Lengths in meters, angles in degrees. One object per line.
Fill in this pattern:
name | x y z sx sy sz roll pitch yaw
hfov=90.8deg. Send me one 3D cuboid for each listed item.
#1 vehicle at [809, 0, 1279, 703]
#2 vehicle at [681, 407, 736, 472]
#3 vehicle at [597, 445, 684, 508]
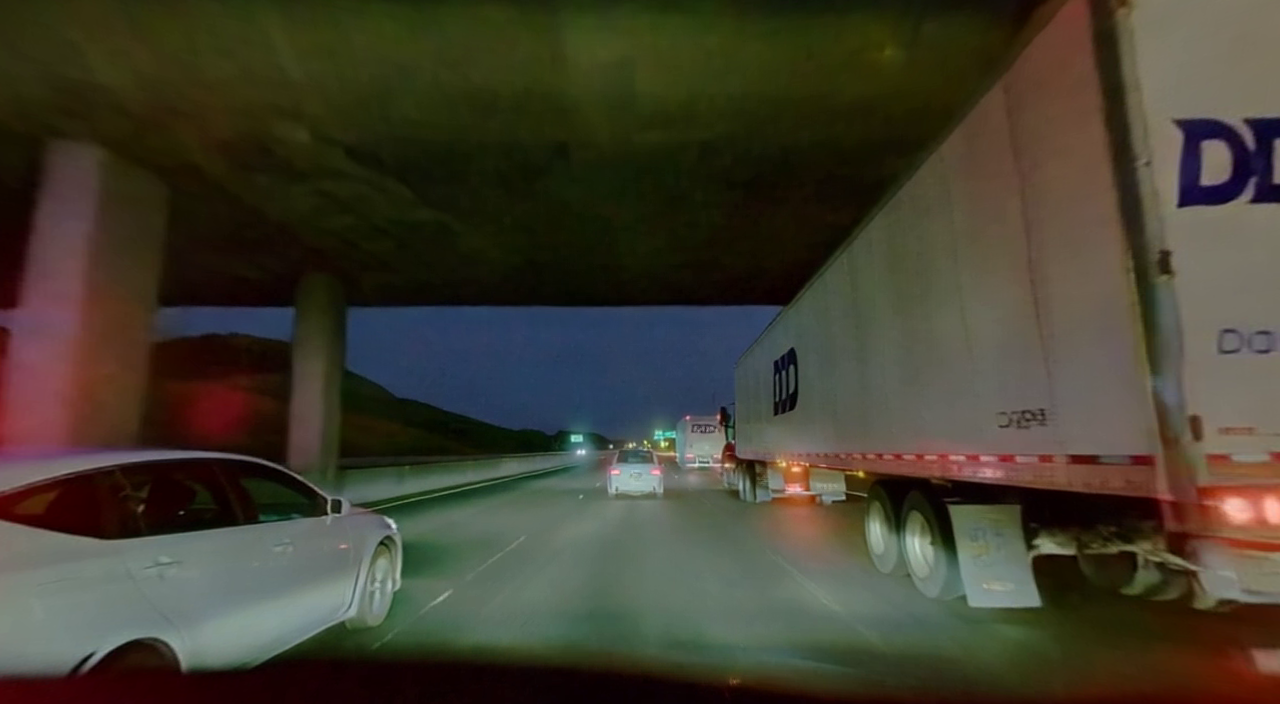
vehicle | 4.161 0.268 5.847 2.802 3.956 8.291 0 -9 0
vehicle | 4.548 6.145 43.982 2.801 4.039 8.684 0 -9 0
vehicle | 0.006 3.190 16.590 2.029 1.437 3.794 0 -9 0
